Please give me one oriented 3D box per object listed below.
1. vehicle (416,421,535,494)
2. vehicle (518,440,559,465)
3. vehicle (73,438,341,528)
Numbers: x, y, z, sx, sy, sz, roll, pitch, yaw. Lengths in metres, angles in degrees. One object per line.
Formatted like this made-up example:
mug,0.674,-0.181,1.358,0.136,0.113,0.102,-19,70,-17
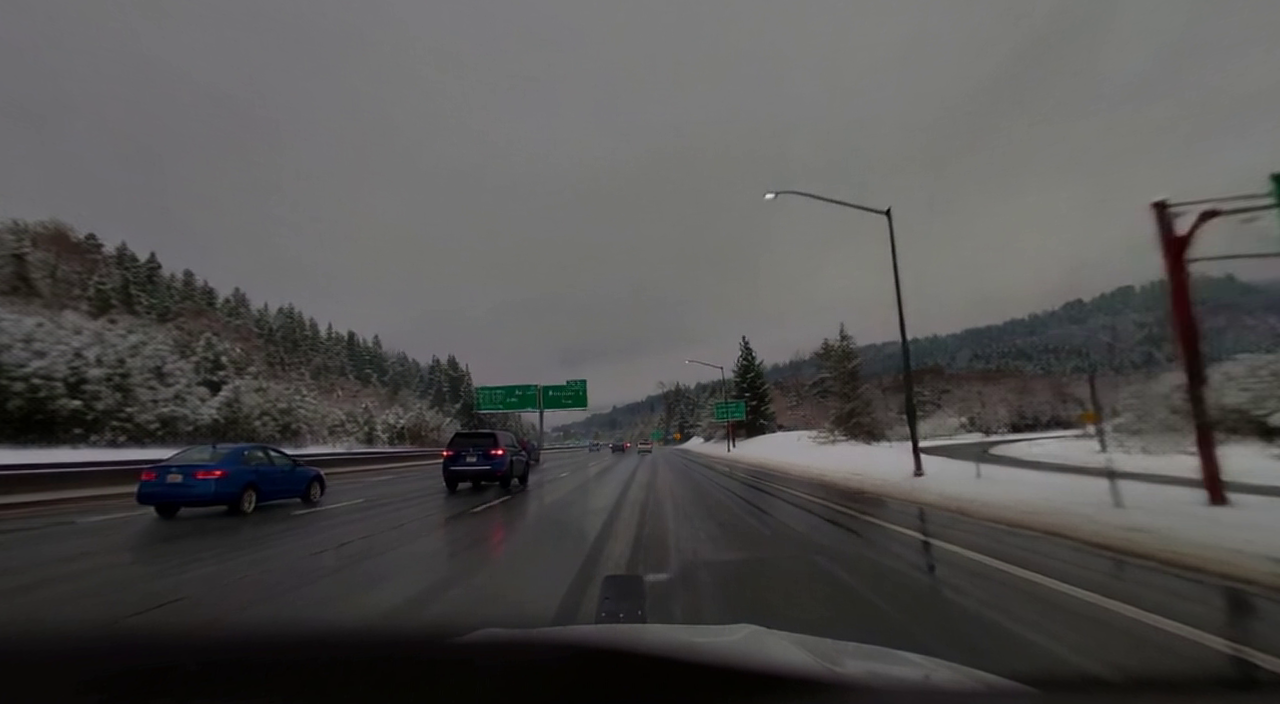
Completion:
vehicle,-4.872,3.222,19.548,2.219,1.947,4.924,0,-9,2
vehicle,-7.259,7.219,45.312,2.069,1.636,4.483,0,-9,2
vehicle,-8.522,2.595,13.173,1.984,1.508,4.935,0,-9,2
